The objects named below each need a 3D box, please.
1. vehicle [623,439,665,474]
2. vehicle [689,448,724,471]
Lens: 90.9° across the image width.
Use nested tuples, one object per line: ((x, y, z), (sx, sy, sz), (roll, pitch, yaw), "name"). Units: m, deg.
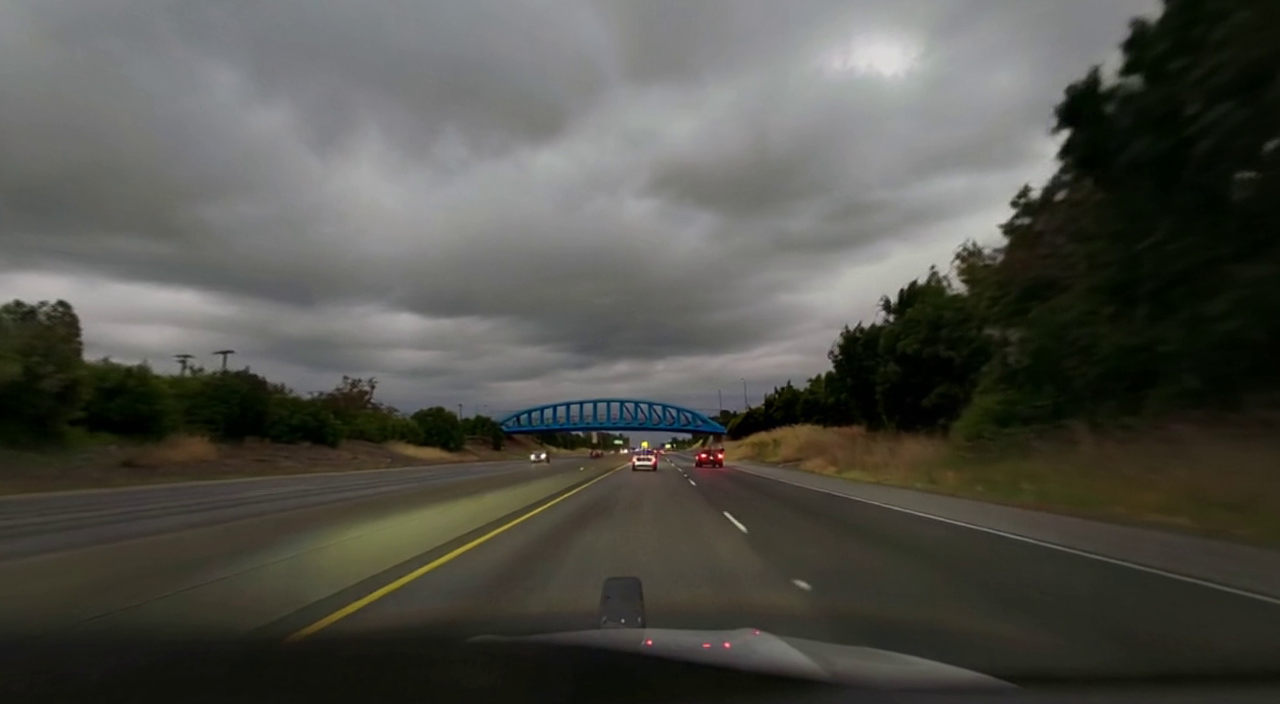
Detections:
((0.286, 6.285, 38.000), (2.369, 1.948, 5.343), (0, -9, 2), "vehicle")
((4.682, 7.653, 44.966), (1.988, 1.505, 4.958), (0, -9, 0), "vehicle")
